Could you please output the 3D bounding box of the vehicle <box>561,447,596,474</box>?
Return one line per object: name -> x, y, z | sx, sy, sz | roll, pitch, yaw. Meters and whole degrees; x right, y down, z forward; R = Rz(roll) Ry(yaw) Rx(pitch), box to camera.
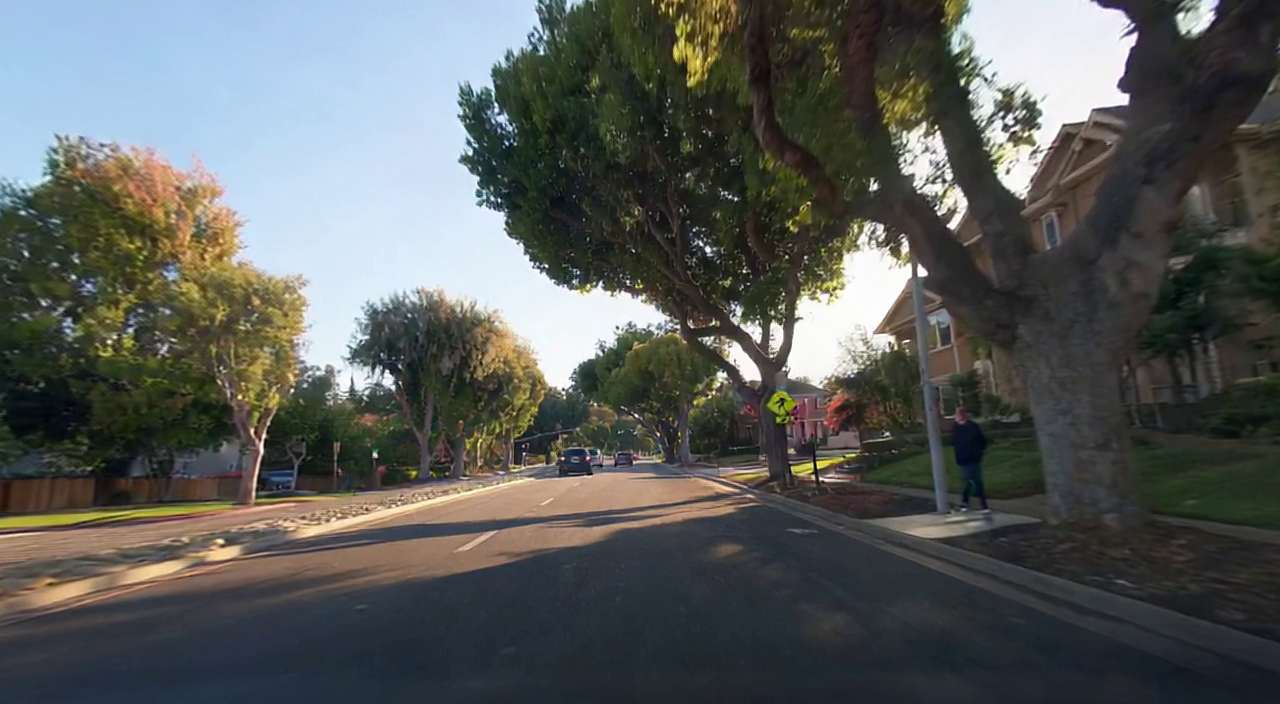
vehicle -> -4.258, 7.560, 44.211 | 2.065, 1.714, 4.272 | 0, -9, 0
